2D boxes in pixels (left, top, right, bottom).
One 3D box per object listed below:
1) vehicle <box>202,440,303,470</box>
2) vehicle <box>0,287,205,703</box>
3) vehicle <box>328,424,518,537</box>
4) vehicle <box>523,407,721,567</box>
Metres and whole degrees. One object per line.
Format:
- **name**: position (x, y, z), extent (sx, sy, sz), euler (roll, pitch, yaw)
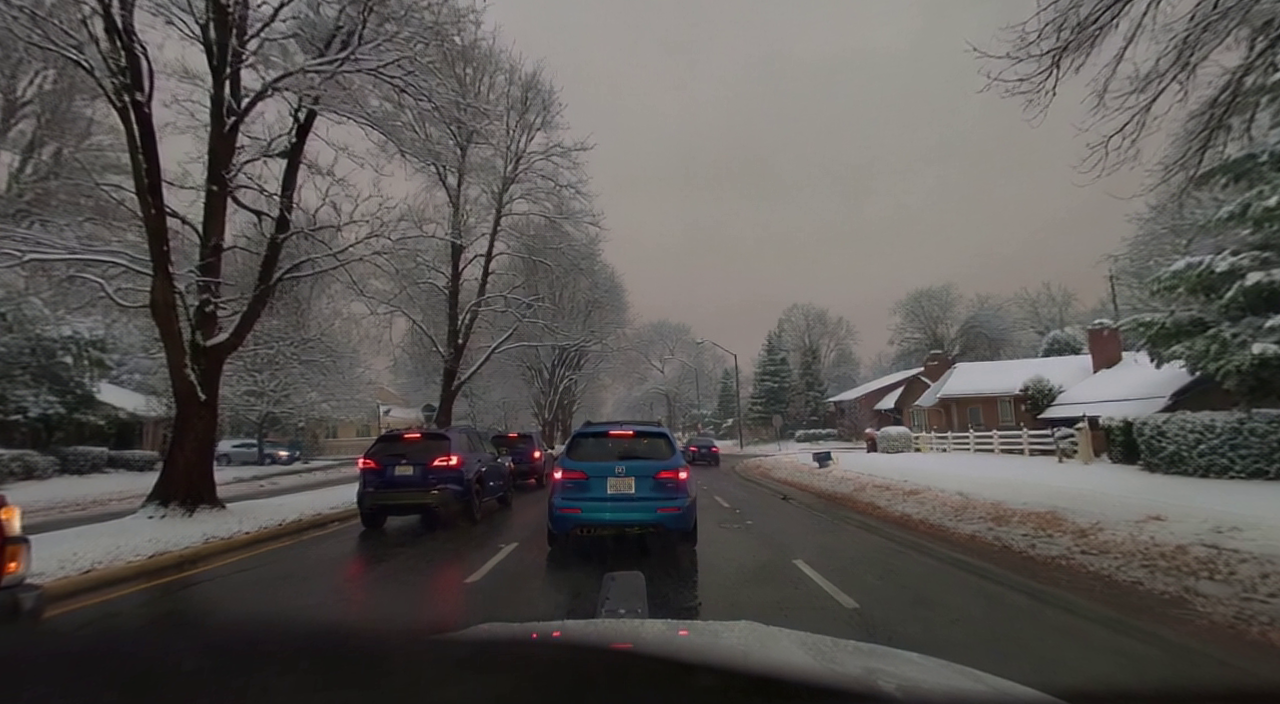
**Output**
- **vehicle**: position (-28.528, 7.579, 46.814), extent (5.856, 2.096, 2.481), euler (3, -9, -18)
- **vehicle**: position (-3.526, 0.528, 0.946), extent (2.304, 1.928, 4.833), euler (0, -8, -1)
- **vehicle**: position (-3.665, 2.233, 11.641), extent (1.948, 1.668, 4.279), euler (0, -8, 0)
- **vehicle**: position (-0.202, 1.745, 8.868), extent (2.112, 1.693, 4.058), euler (0, -8, 0)
